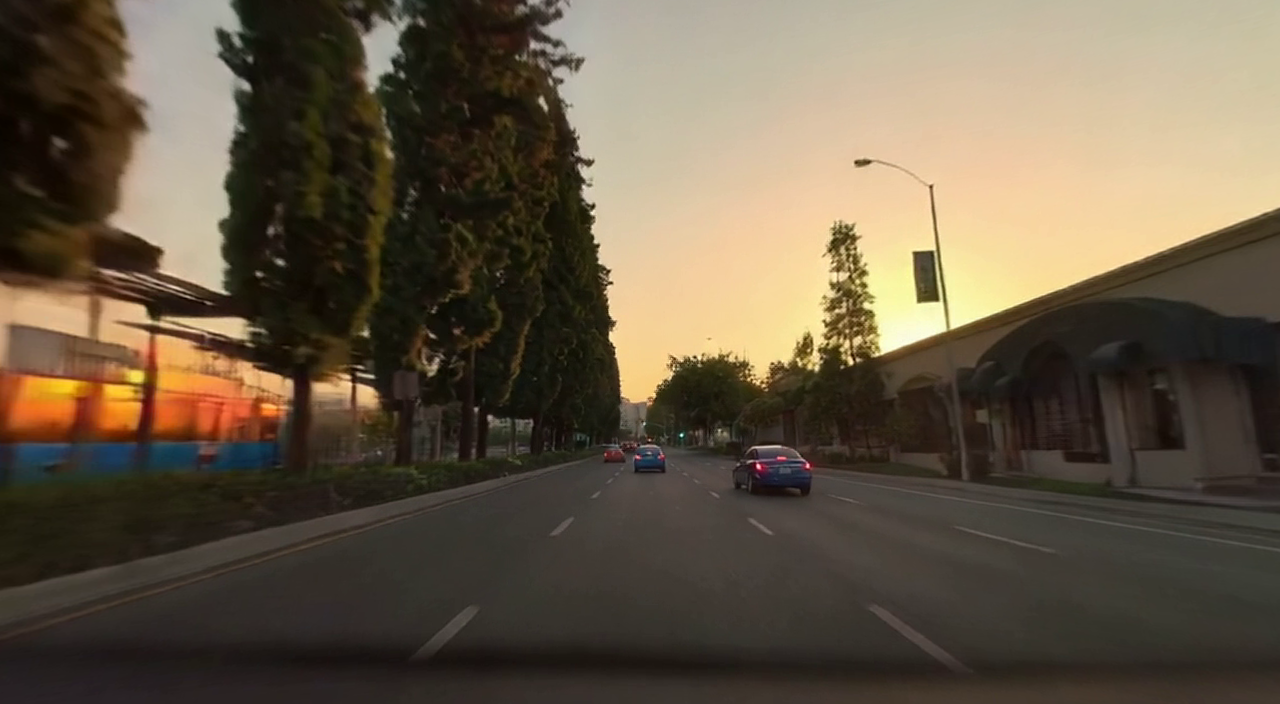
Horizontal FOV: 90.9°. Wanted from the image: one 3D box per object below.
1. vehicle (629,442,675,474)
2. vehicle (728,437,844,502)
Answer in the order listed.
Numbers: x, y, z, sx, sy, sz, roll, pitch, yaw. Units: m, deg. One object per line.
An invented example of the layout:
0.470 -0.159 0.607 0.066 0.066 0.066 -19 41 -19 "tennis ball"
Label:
0.560 5.313 31.899 2.144 1.505 4.128 0 -8 0 "vehicle"
3.739 3.085 17.008 2.067 1.497 4.327 0 -8 0 "vehicle"
